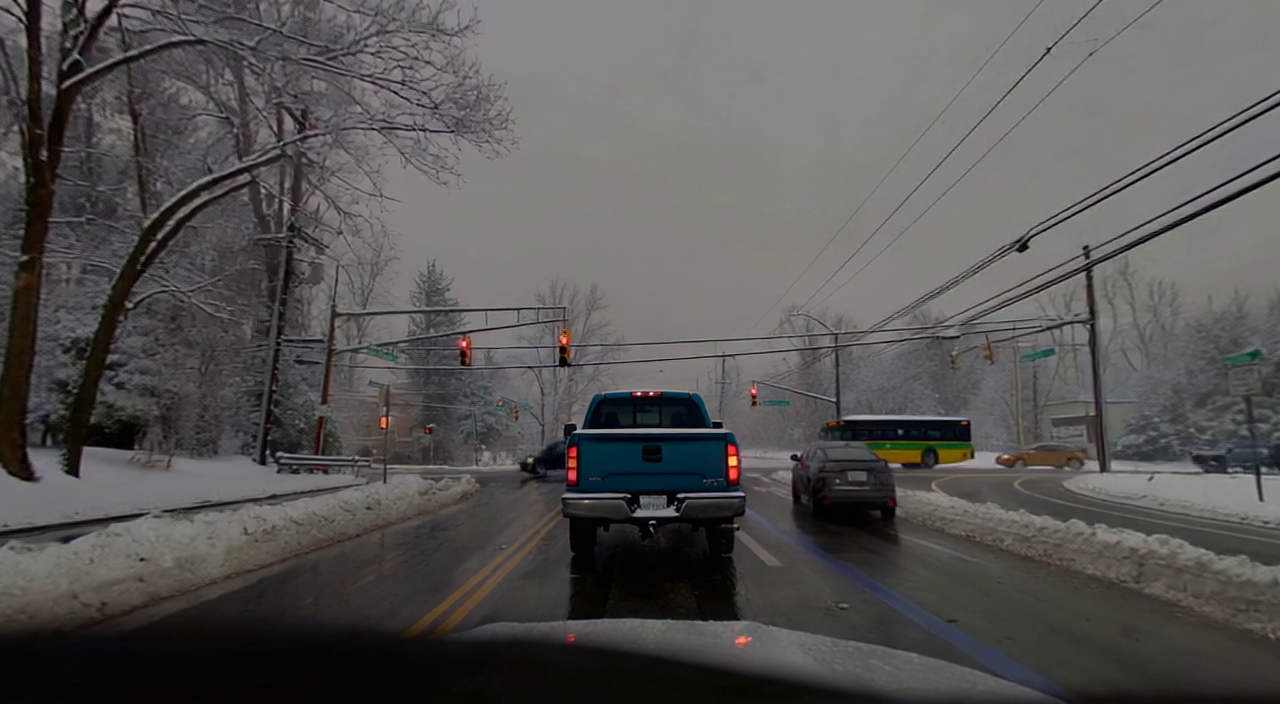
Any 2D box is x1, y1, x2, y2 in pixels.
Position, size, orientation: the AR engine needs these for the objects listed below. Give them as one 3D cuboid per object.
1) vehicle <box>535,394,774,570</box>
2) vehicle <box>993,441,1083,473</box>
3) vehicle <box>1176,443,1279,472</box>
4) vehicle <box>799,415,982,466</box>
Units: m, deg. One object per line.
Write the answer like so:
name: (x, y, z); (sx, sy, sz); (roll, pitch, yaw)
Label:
vehicle: (0.116, 1.878, 10.004); (2.707, 1.964, 5.485); (0, -8, -1)
vehicle: (28.069, 7.440, 44.689); (5.077, 2.008, 1.991); (3, -9, -3)
vehicle: (38.485, 6.844, 41.135); (5.426, 1.728, 1.999); (0, -8, -3)
vehicle: (16.378, 5.912, 41.991); (10.726, 3.128, 3.003); (-1, -8, 3)
